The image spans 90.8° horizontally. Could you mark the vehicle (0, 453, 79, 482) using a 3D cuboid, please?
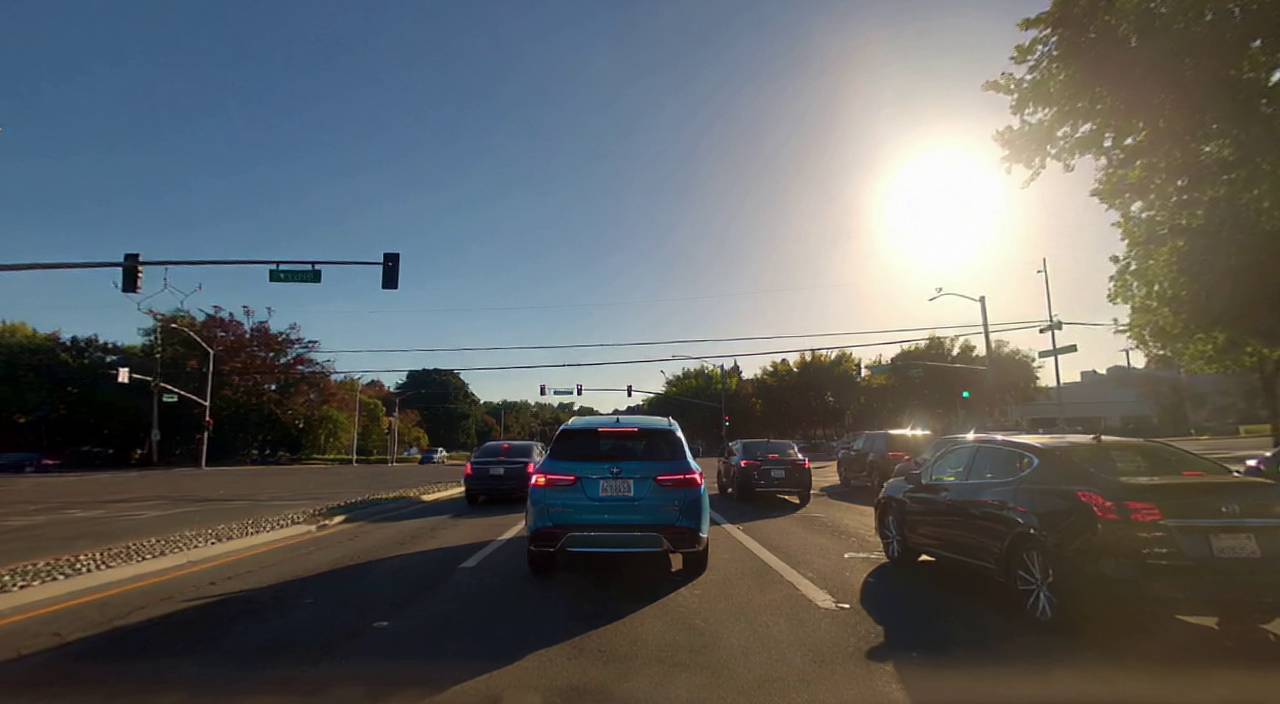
[{"bbox_3d":[-40.161,7.549,41.379,4.446,1.821,2.276,1,-9,-8],"label":"vehicle"}]

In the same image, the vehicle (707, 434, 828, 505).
[{"bbox_3d":[2.977,2.853,15.773,1.950,1.506,4.086,0,-8,-3],"label":"vehicle"}]

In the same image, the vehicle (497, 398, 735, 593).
[{"bbox_3d":[-0.268,1.558,7.630,2.101,1.707,3.904,0,-8,-2],"label":"vehicle"}]

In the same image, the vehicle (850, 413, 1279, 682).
[{"bbox_3d":[3.611,1.395,5.692,1.861,1.478,4.185,0,-8,-2],"label":"vehicle"}]
